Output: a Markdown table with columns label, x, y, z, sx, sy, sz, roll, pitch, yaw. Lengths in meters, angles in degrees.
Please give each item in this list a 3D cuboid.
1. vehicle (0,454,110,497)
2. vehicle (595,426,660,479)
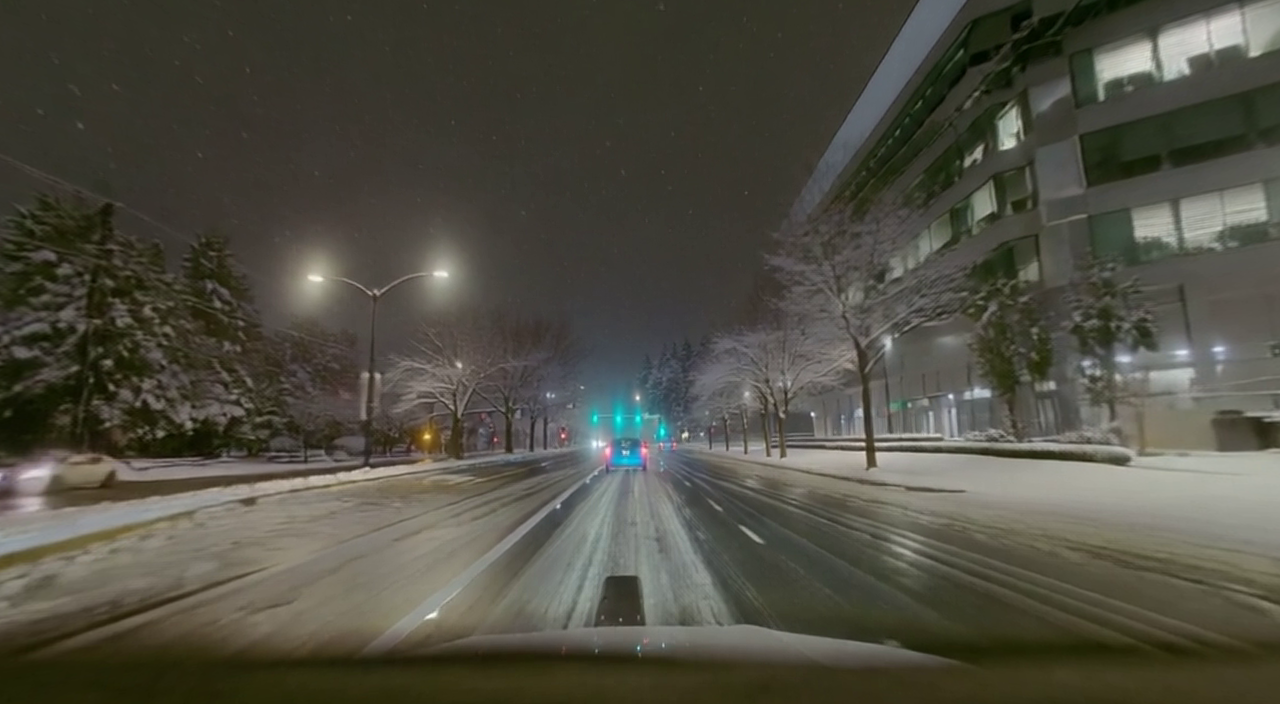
| label | x | y | z | sx | sy | sz | roll | pitch | yaw |
| --- | --- | --- | --- | --- | --- | --- | --- | --- | --- |
| vehicle | -23.589 | 4.788 | 24.811 | 1.867 | 1.469 | 4.243 | 0 | -8 | 0 |
| vehicle | -0.471 | 3.889 | 24.563 | 2.313 | 1.860 | 4.319 | 0 | -8 | -1 |
